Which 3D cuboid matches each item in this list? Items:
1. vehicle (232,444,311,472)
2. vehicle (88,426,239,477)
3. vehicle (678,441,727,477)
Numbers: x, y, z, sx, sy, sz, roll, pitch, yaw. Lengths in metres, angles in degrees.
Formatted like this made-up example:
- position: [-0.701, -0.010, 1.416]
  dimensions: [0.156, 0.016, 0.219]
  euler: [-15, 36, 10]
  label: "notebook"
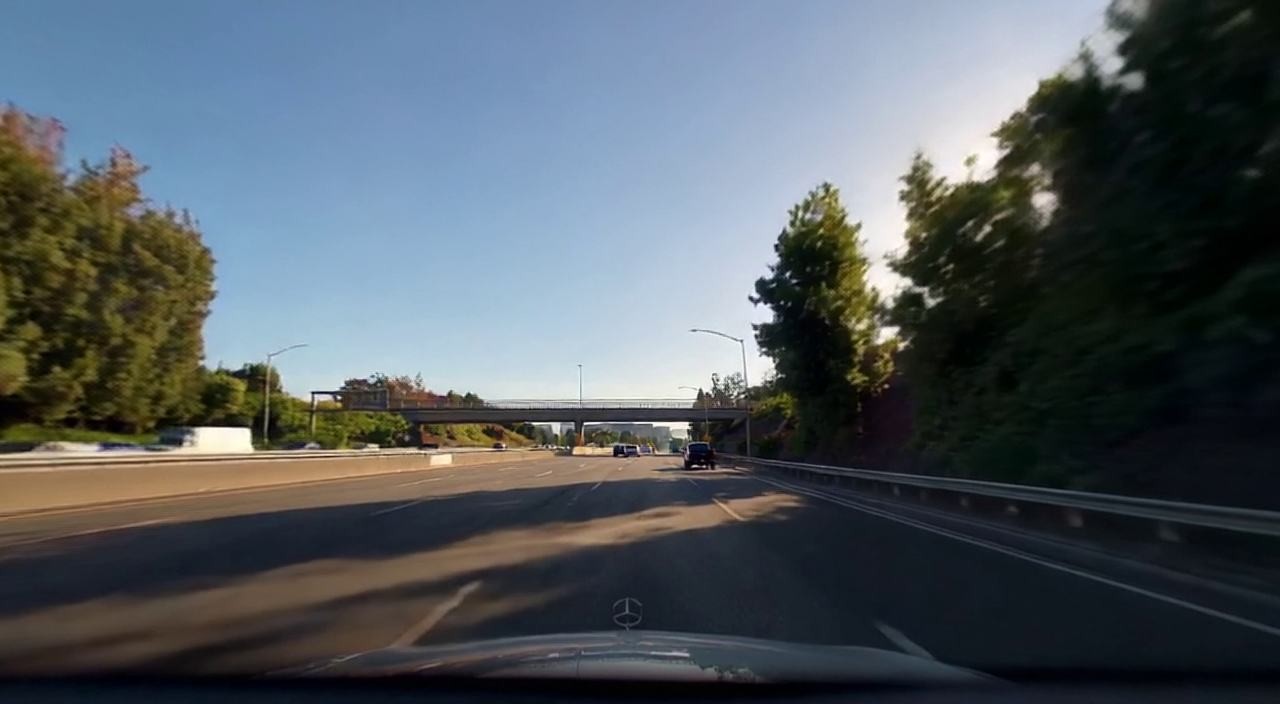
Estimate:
- position: [-20.416, 5.871, 35.173]
  dimensions: [1.833, 1.457, 4.188]
  euler: [0, -9, 0]
  label: "vehicle"
- position: [-23.720, 5.018, 31.888]
  dimensions: [2.808, 2.299, 6.041]
  euler: [0, -8, 1]
  label: "vehicle"
- position: [2.981, 5.236, 31.187]
  dimensions: [2.010, 1.637, 4.940]
  euler: [0, -9, 1]
  label: "vehicle"
